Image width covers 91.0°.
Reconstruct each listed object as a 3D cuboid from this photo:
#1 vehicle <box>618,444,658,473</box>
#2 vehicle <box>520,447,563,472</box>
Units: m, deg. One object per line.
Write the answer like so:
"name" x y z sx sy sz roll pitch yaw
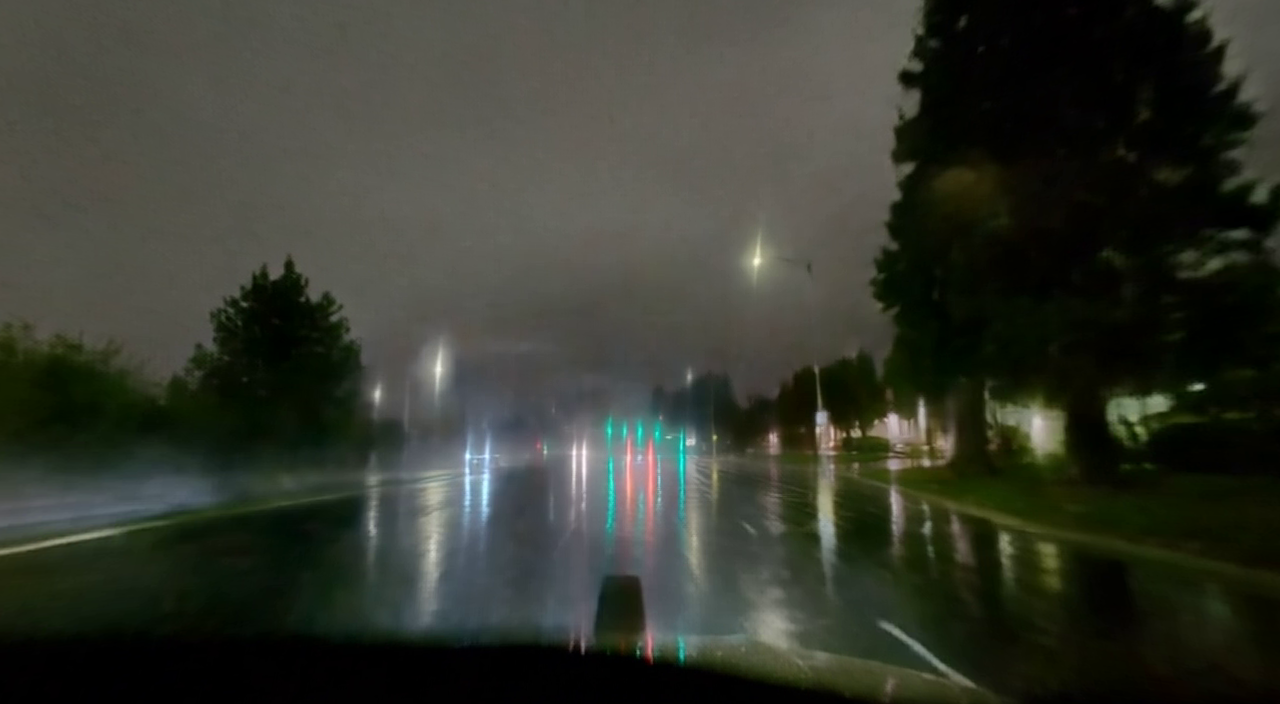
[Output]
"vehicle" -0.065 5.987 35.609 2.106 1.517 4.375 0 -9 1
"vehicle" -6.232 6.818 40.267 2.014 1.472 4.357 0 -9 1
